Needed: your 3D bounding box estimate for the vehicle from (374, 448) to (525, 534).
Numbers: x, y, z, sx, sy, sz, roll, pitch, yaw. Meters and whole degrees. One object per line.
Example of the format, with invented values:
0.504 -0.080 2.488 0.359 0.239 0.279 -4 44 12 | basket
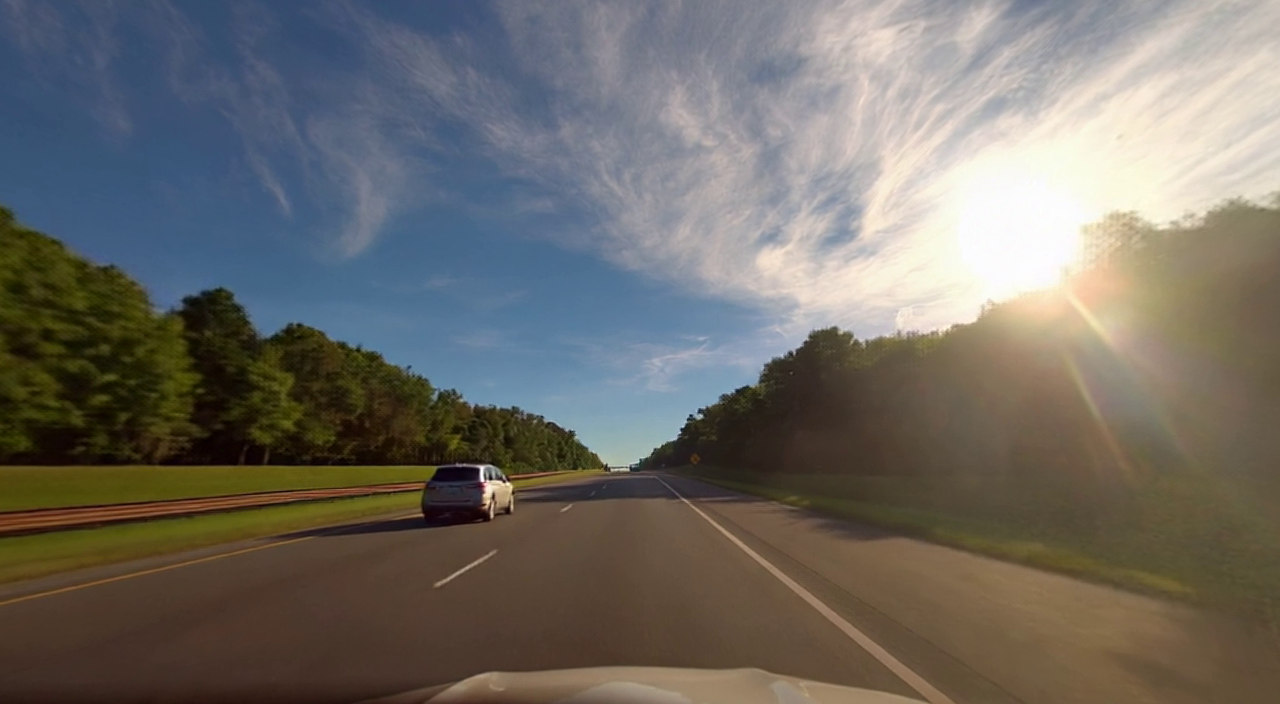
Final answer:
-4.087 3.095 14.501 1.928 1.593 4.871 1 -10 0 | vehicle
